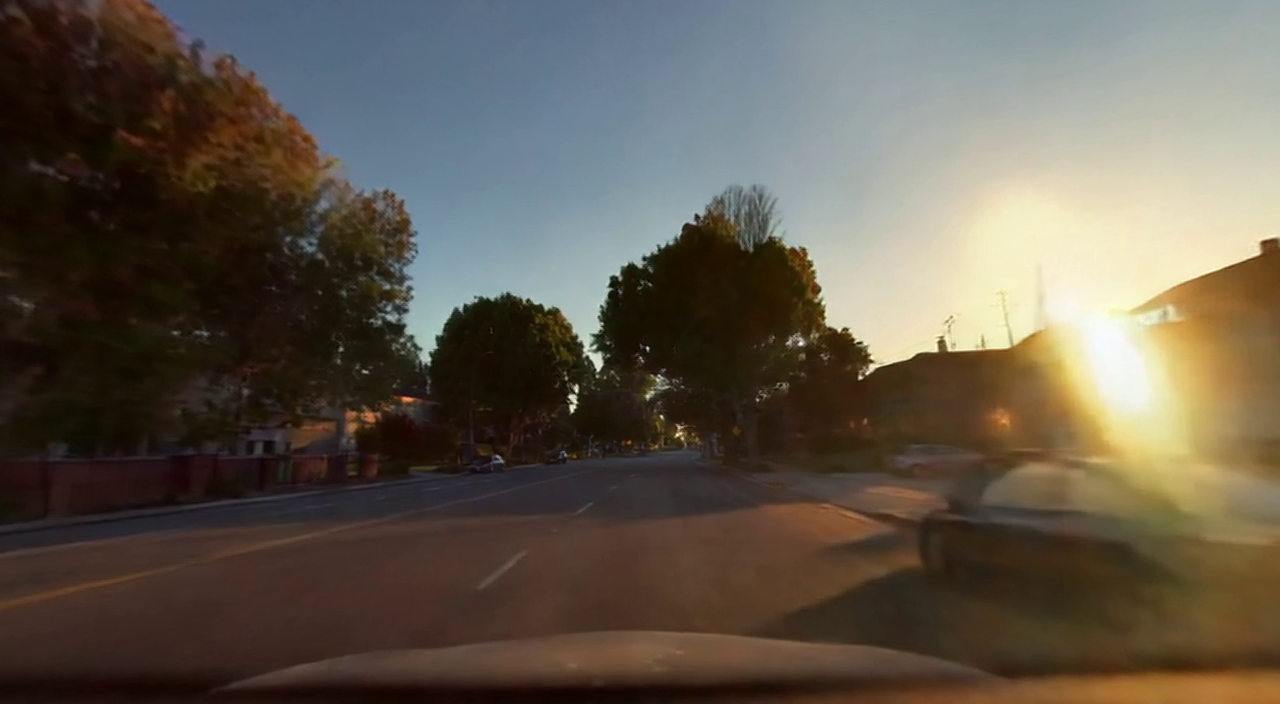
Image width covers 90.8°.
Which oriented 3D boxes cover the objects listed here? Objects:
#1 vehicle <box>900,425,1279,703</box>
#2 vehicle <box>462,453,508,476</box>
[{"bbox_3d":[3.952,1.364,4.675,2.080,1.503,4.821,0,-9,1],"label":"vehicle"},{"bbox_3d":[-11.351,8.254,46.543,1.859,1.496,4.390,-5,-9,5],"label":"vehicle"}]
